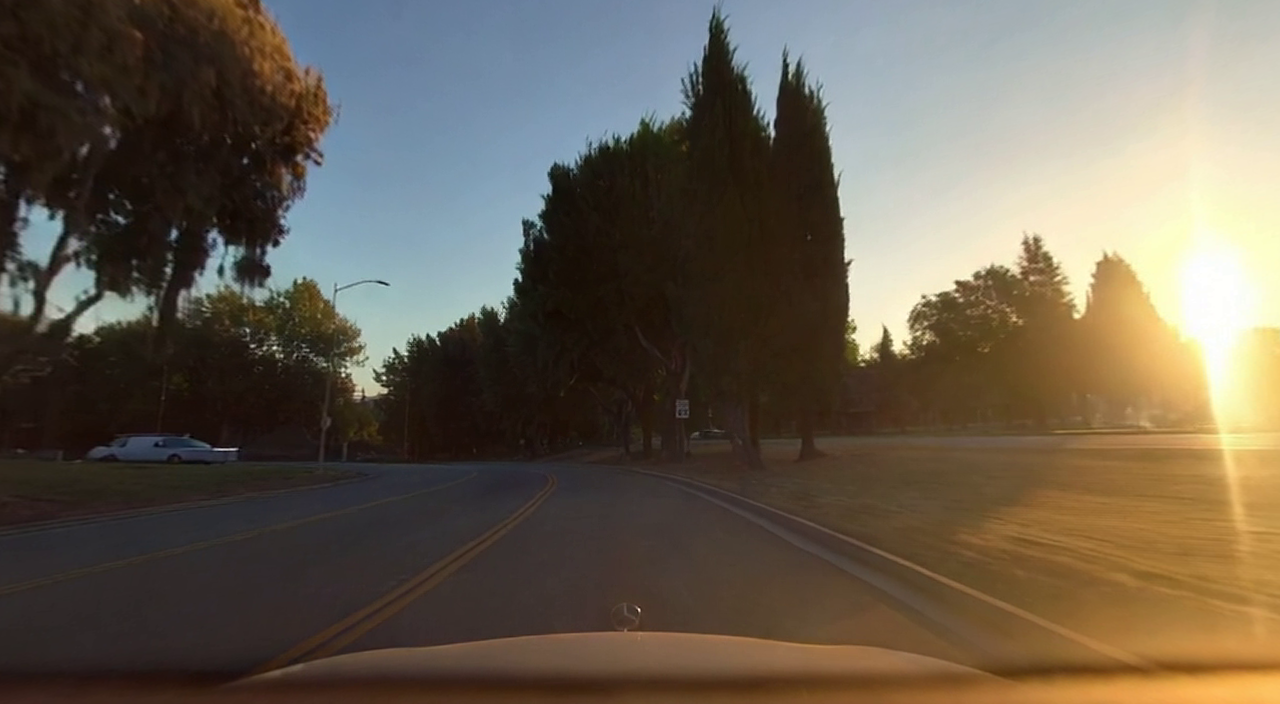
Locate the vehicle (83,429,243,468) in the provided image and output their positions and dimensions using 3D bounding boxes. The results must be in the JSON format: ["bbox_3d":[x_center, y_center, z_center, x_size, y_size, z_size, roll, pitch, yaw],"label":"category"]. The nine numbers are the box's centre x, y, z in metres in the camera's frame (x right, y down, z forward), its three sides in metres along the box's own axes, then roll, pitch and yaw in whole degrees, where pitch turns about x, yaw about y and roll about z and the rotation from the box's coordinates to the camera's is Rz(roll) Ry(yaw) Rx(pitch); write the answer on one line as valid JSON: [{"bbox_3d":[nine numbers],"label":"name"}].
[{"bbox_3d":[-22.918,4.686,30.616,5.613,1.775,2.357,1,-9,-6],"label":"vehicle"}]
